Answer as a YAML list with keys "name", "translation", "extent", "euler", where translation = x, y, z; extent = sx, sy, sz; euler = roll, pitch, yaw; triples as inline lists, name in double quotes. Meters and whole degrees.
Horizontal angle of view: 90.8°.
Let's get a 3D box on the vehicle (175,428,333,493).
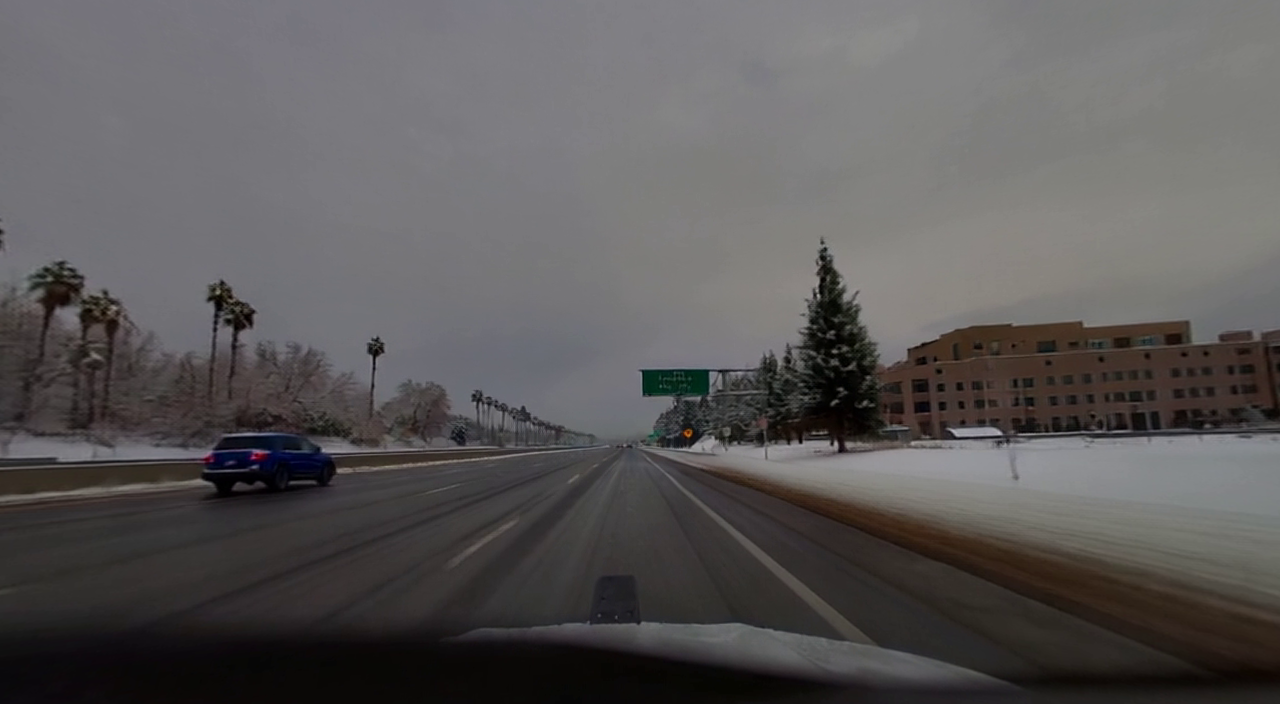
- name: "vehicle"
  translation: [-11.689, 3.316, 19.611]
  extent: [2.016, 1.754, 4.543]
  euler: [0, -8, 0]
